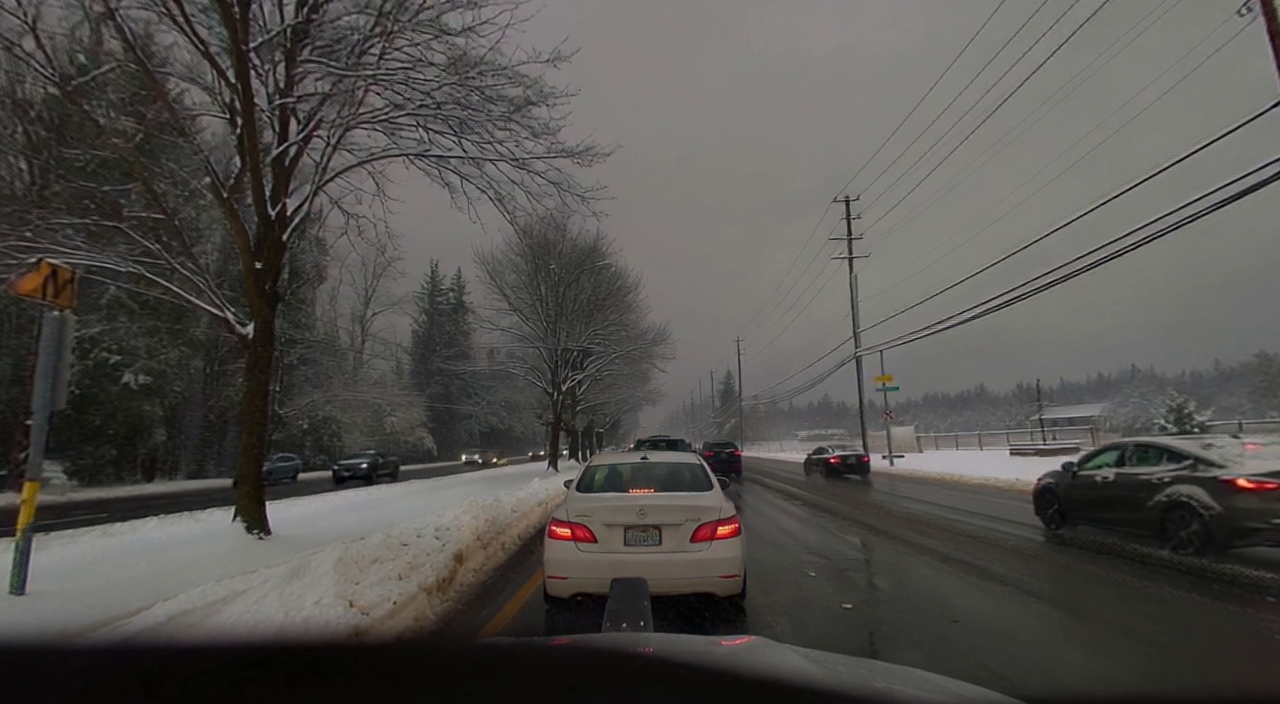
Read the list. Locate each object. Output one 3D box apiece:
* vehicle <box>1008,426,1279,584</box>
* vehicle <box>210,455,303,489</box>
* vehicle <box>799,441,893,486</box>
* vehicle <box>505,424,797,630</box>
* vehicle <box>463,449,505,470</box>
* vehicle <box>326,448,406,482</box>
[{"bbox_3d":[7.009,1.757,8.122,1.850,1.480,4.474,0,-8,1],"label":"vehicle"},{"bbox_3d":[-19.204,6.013,31.848,1.853,1.489,4.449,0,-8,0],"label":"vehicle"},{"bbox_3d":[7.416,4.031,23.189,1.899,1.458,4.499,0,-8,0],"label":"vehicle"},{"bbox_3d":[0.071,1.563,6.613,2.108,1.479,3.935,0,-8,0],"label":"vehicle"},{"bbox_3d":[-11.843,8.141,48.111,1.988,1.486,4.586,0,-8,1],"label":"vehicle"},{"bbox_3d":[-14.992,6.176,34.863,2.291,1.682,4.835,0,-8,0],"label":"vehicle"}]
